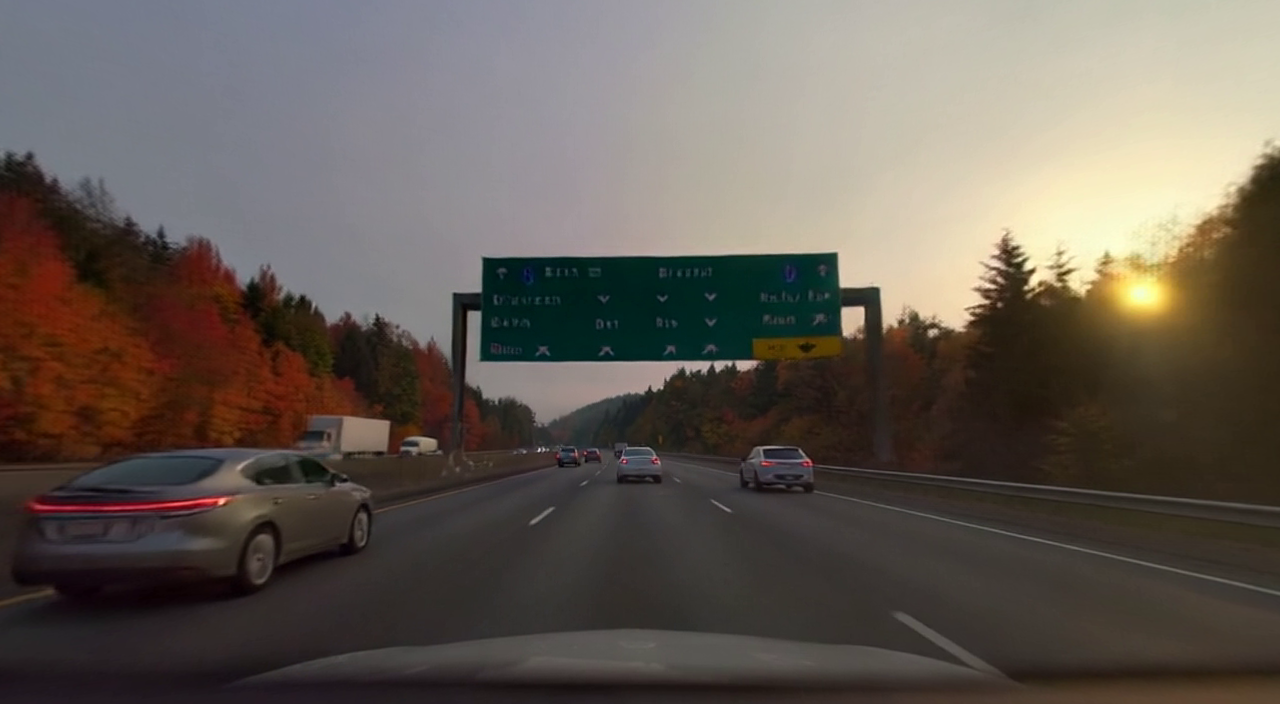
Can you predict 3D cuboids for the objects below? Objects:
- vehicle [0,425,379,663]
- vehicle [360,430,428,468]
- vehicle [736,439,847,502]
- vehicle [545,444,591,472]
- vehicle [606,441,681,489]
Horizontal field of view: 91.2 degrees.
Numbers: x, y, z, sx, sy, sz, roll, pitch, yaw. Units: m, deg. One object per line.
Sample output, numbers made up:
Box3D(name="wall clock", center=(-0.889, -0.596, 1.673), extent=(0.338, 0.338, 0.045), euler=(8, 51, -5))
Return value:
Box3D(name="vehicle", center=(-4.394, 1.516, 6.030), extent=(2.017, 1.469, 4.113), euler=(0, -9, -1))
Box3D(name="vehicle", center=(-18.291, 7.261, 47.015), extent=(2.331, 2.589, 6.819), euler=(0, -9, 0))
Box3D(name="vehicle", center=(4.186, 3.350, 18.176), extent=(2.035, 1.571, 4.413), euler=(0, -9, -1))
Box3D(name="vehicle", center=(-4.659, 6.912, 41.087), extent=(2.545, 1.679, 4.267), euler=(0, -9, 0))
Box3D(name="vehicle", center=(0.094, 4.308, 24.297), extent=(2.634, 1.679, 4.070), euler=(0, -9, -1))
